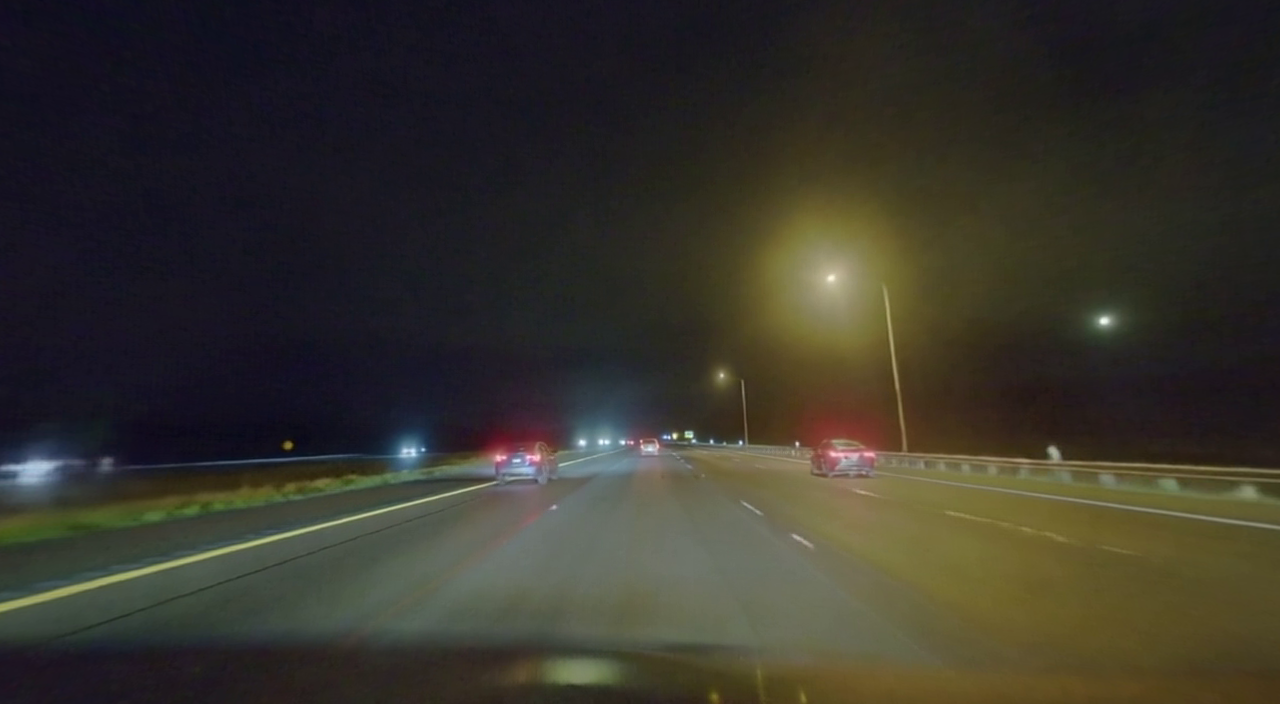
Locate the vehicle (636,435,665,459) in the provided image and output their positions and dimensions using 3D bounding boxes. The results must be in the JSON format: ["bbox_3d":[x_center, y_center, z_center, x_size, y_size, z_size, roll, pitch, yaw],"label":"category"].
[{"bbox_3d":[0.758,7.090,46.966,2.063,1.698,4.355,0,-8,0],"label":"vehicle"}]

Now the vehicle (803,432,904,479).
[{"bbox_3d":[7.544,3.698,22.756,1.870,1.493,5.015,0,-8,0],"label":"vehicle"}]

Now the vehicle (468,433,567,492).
[{"bbox_3d":[-3.539,3.280,19.049,2.050,1.546,4.344,-1,-8,1],"label":"vehicle"}]
